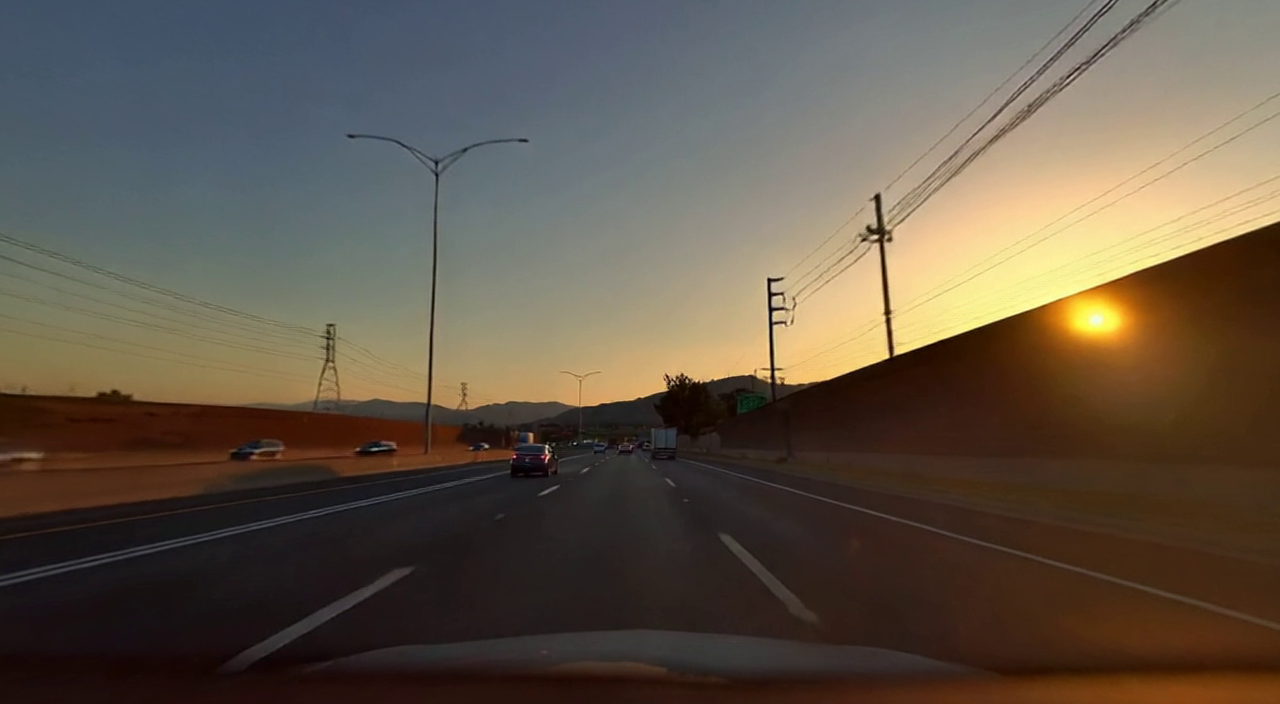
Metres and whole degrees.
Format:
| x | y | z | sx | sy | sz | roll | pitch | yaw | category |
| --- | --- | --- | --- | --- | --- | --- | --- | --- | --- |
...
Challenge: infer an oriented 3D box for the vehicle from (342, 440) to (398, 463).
| x | y | z | sx | sy | sz | roll | pitch | yaw | category |
| --- | --- | --- | --- | --- | --- | --- | --- | --- | --- |
| -20.194 | 7.444 | 47.343 | 2.079 | 1.662 | 4.800 | 0 | -8 | 0 | vehicle |

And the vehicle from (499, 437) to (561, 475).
| x | y | z | sx | sy | sz | roll | pitch | yaw | category |
| --- | --- | --- | --- | --- | --- | --- | --- | --- | --- |
| -5.066 | 4.852 | 29.668 | 2.064 | 1.642 | 4.389 | 0 | -8 | 0 | vehicle |

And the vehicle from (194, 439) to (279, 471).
| x | y | z | sx | sy | sz | roll | pitch | yaw | category |
| --- | --- | --- | --- | --- | --- | --- | --- | --- | --- |
| -23.151 | 5.899 | 36.393 | 1.911 | 1.678 | 4.509 | 0 | -8 | -1 | vehicle |
